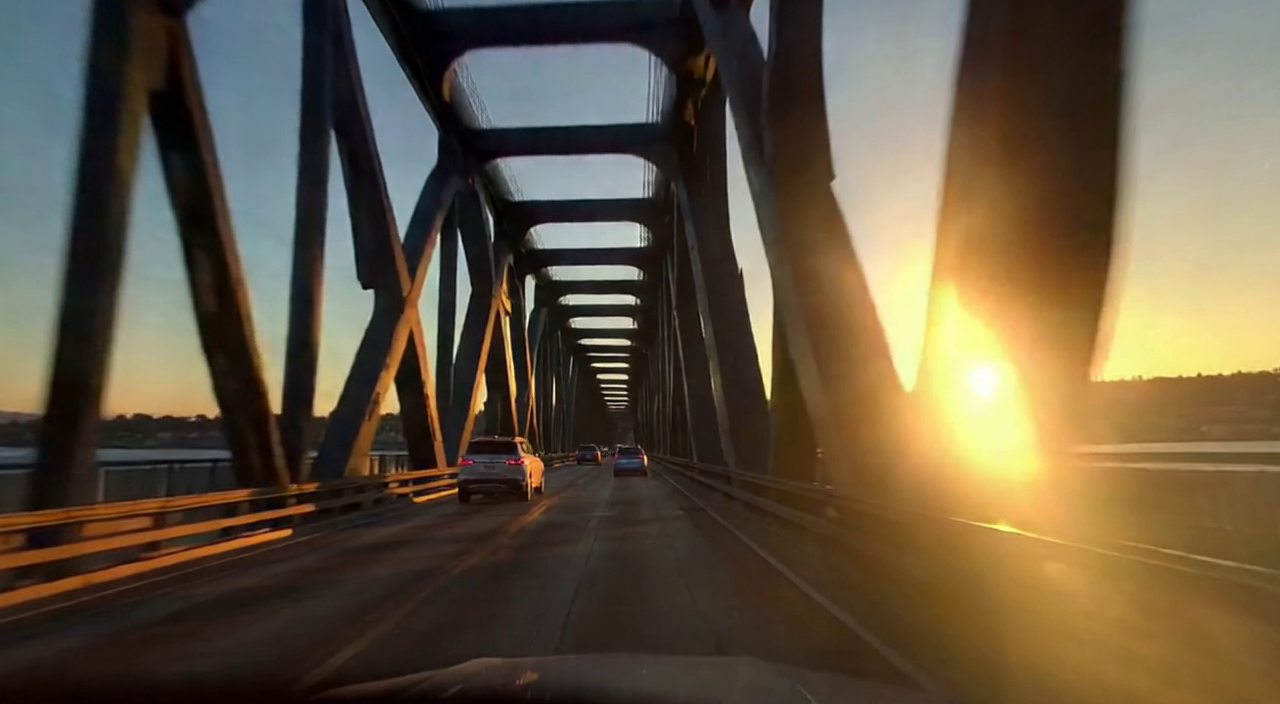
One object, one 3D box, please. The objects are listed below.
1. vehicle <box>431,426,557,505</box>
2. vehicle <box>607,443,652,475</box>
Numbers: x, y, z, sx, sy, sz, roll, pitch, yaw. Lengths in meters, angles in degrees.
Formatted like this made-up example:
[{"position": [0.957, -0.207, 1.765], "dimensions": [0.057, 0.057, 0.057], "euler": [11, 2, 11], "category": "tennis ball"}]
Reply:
[{"position": [-3.732, 3.007, 17.168], "dimensions": [2.190, 1.807, 4.741], "euler": [0, -9, 1], "category": "vehicle"}, {"position": [-0.530, 5.181, 30.854], "dimensions": [2.048, 1.450, 3.973], "euler": [0, -9, -1], "category": "vehicle"}]
